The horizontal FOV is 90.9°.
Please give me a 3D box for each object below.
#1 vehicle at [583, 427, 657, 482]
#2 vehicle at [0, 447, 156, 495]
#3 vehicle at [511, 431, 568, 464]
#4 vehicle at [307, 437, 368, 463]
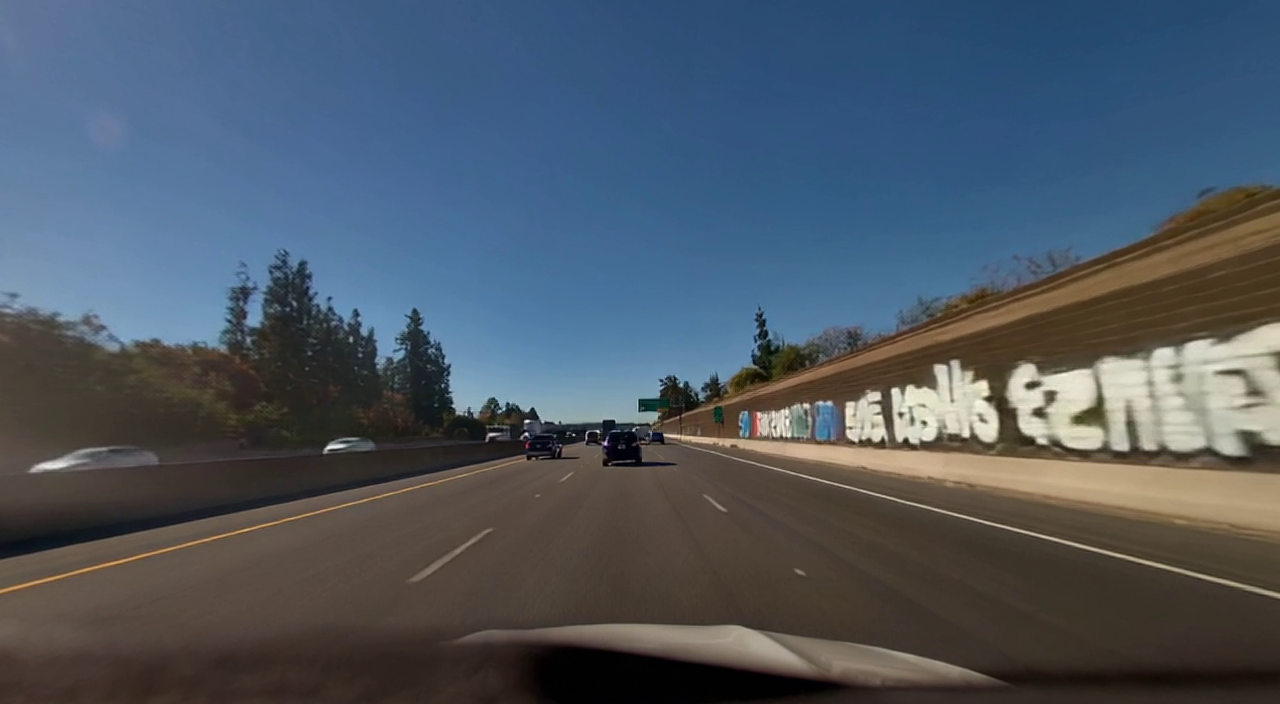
[{"bbox_3d":[-0.582,3.073,19.190,2.044,1.477,3.693,0,-8,-1],"label":"vehicle"},{"bbox_3d":[-20.452,4.253,22.990,1.933,1.478,4.620,0,-8,-1],"label":"vehicle"},{"bbox_3d":[-4.787,4.601,30.547,2.022,1.440,4.491,0,-8,0],"label":"vehicle"},{"bbox_3d":[-20.584,6.684,43.106,2.012,1.661,4.358,0,-8,-1],"label":"vehicle"}]
